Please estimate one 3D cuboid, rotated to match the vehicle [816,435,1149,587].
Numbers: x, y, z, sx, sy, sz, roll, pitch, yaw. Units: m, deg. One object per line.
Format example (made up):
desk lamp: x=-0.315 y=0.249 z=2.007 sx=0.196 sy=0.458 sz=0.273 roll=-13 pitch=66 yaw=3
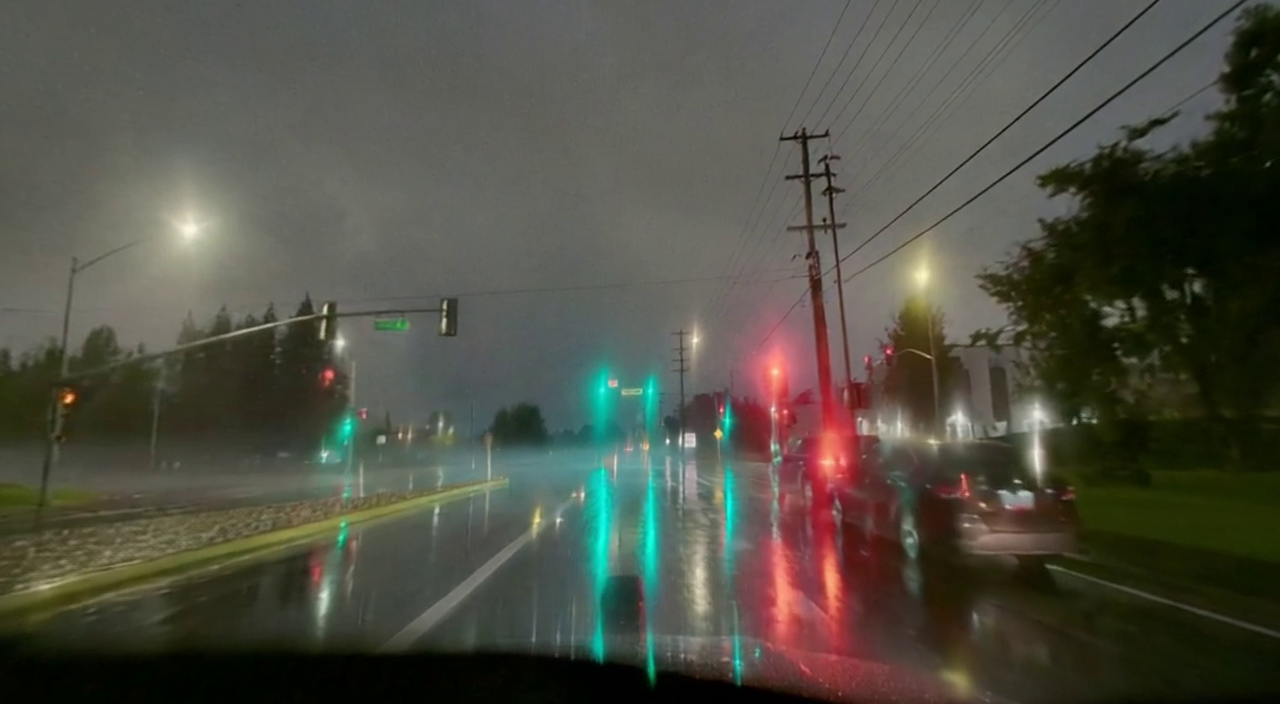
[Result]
vehicle: x=3.955 y=1.895 z=8.446 sx=1.833 sy=1.444 sz=4.589 roll=0 pitch=-9 yaw=-1
